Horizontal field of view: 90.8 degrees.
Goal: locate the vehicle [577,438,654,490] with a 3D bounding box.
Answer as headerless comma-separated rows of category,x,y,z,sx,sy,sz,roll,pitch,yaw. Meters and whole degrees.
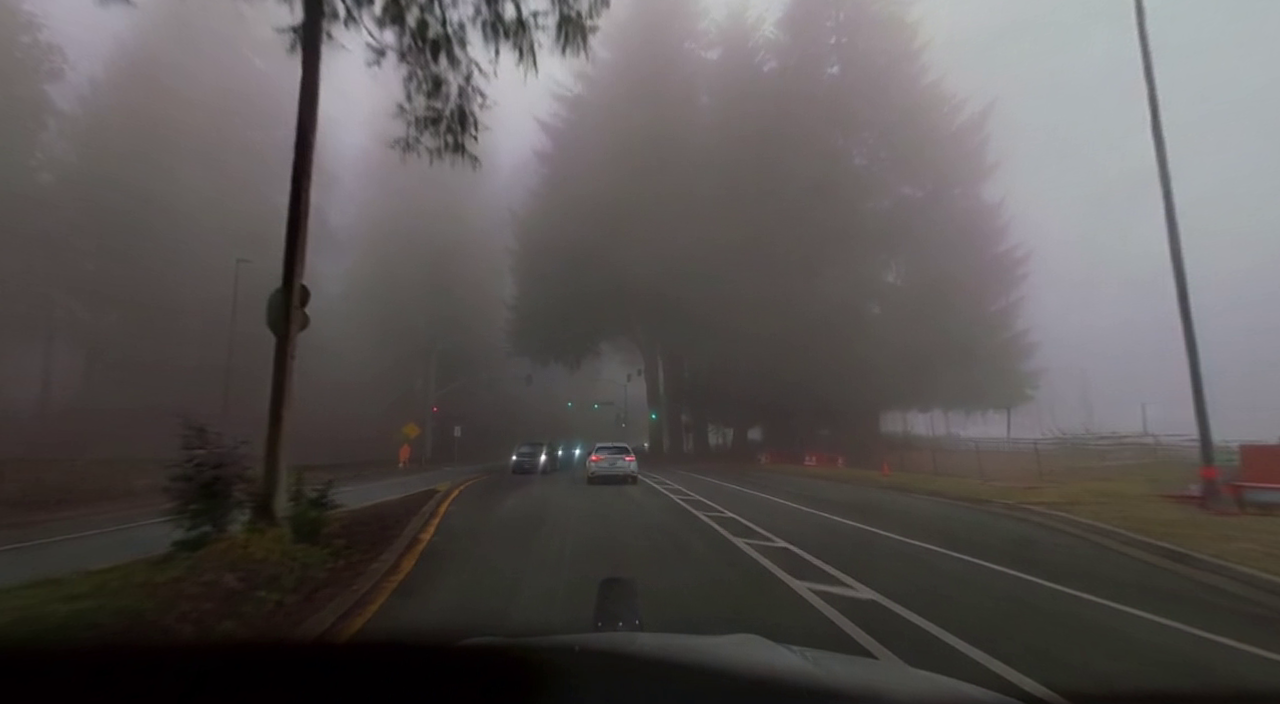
vehicle,-0.942,3.663,21.094,2.266,1.508,4.430,1,-8,-6

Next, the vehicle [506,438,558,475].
vehicle,-5.167,5.075,30.876,2.077,1.665,4.206,1,-8,-4
